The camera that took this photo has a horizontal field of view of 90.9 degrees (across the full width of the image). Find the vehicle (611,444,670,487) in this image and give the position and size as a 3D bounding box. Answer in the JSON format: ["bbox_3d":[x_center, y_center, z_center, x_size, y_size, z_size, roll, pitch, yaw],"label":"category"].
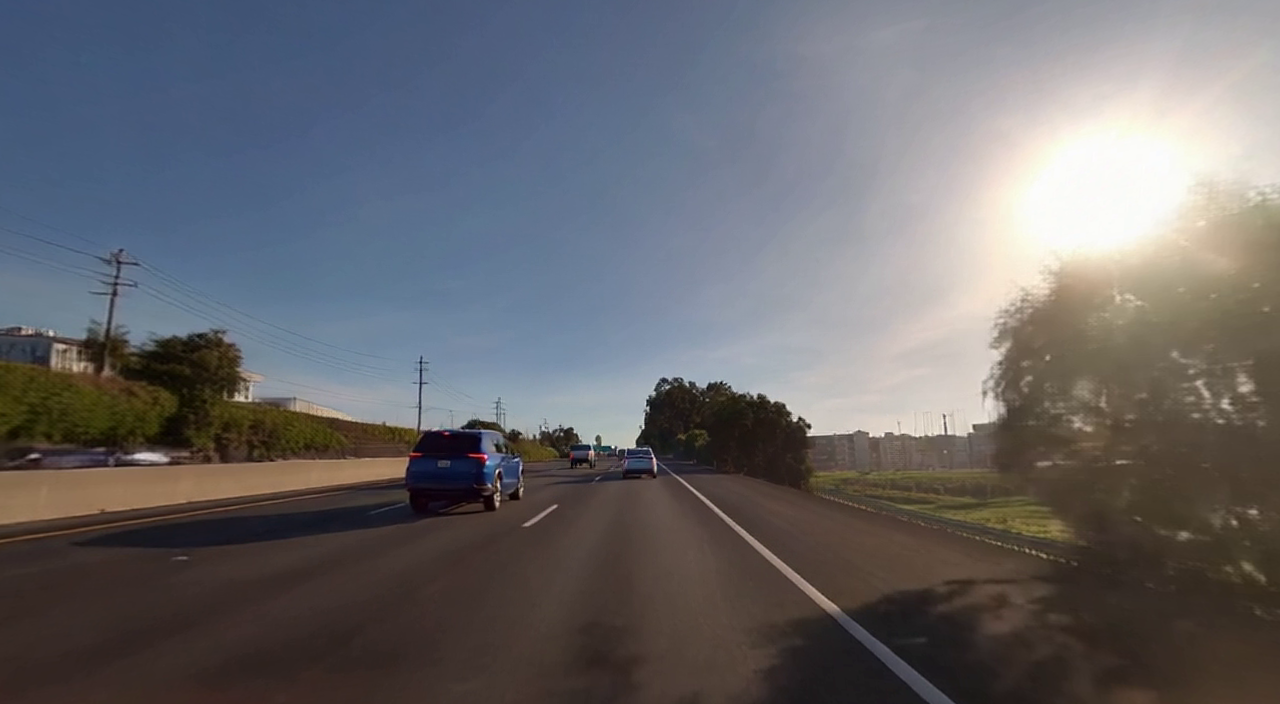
[{"bbox_3d":[0.003,4.223,23.841,2.047,1.473,3.978,0,-9,0],"label":"vehicle"}]

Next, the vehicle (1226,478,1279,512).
[{"bbox_3d":[34.093,7.795,34.583,1.844,1.467,4.653,-5,-10,31],"label":"vehicle"}]

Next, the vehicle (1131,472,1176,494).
[{"bbox_3d":[39.783,10.099,48.827,4.203,1.418,1.942,8,-12,-42],"label":"vehicle"}]

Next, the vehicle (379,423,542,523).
[{"bbox_3d":[-3.635,2.552,13.807,2.133,1.789,4.518,-1,-9,1],"label":"vehicle"}]

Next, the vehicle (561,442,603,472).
[{"bbox_3d":[-3.502,6.480,38.968,1.993,1.717,4.321,-1,-9,2],"label":"vehicle"}]
